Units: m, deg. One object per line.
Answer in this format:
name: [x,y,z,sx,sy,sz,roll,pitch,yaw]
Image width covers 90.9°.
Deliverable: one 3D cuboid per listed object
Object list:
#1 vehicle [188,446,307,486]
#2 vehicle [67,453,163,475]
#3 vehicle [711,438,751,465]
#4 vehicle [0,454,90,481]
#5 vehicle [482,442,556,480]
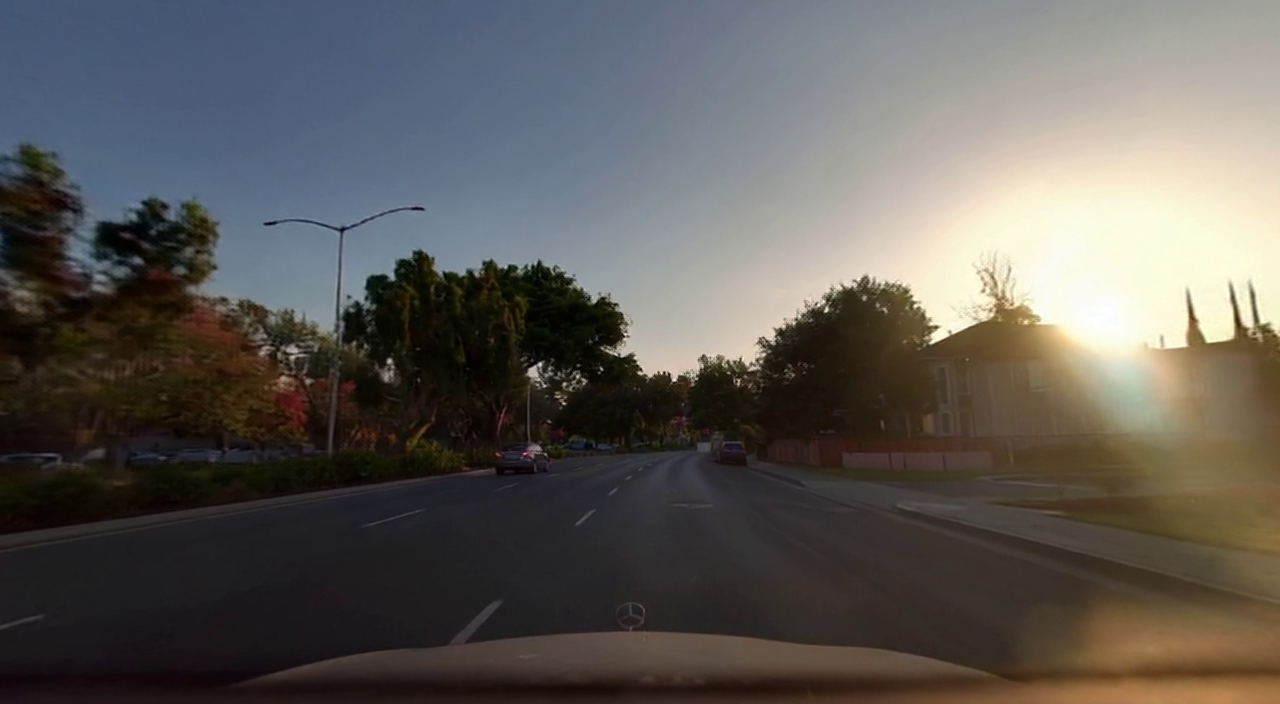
vehicle: [-15.455,4.483,25.166,1.859,1.463,4.421,0,-9,1]
vehicle: [-36.118,7.719,43.463,4.690,1.435,1.908,2,-10,-8]
vehicle: [7.108,7.840,49.880,2.695,2.013,6.661,0,-9,5]
vehicle: [-34.896,6.690,36.610,3.856,1.439,1.884,2,-9,-13]
vehicle: [-5.102,4.666,27.245,2.060,1.473,4.645,0,-9,3]
